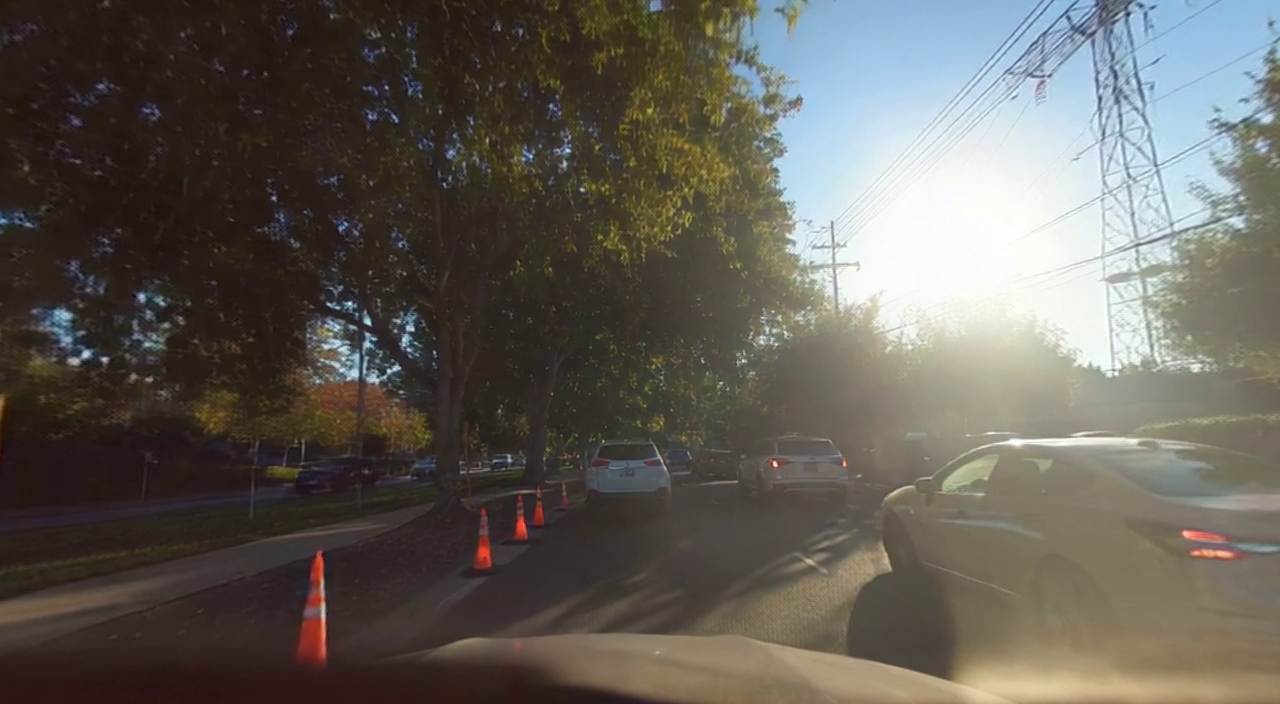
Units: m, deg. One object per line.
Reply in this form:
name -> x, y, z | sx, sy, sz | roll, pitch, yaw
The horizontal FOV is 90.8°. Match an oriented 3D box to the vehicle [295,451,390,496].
vehicle -> -12.664, 5.152, 27.241 | 1.911, 1.693, 4.452 | -1, -8, 0

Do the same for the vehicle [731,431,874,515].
vehicle -> 3.746, 2.882, 15.609 | 2.116, 1.726, 4.672 | 0, -8, -2

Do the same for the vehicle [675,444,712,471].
vehicle -> 3.752, 7.518, 45.273 | 2.175, 1.788, 4.271 | 0, -8, -2

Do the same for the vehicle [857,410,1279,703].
vehicle -> 3.393, 1.265, 4.539 | 1.977, 1.460, 4.565 | 0, -8, -1

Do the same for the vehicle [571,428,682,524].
vehicle -> -0.294, 2.599, 13.765 | 2.050, 1.745, 3.915 | 0, -8, -1
